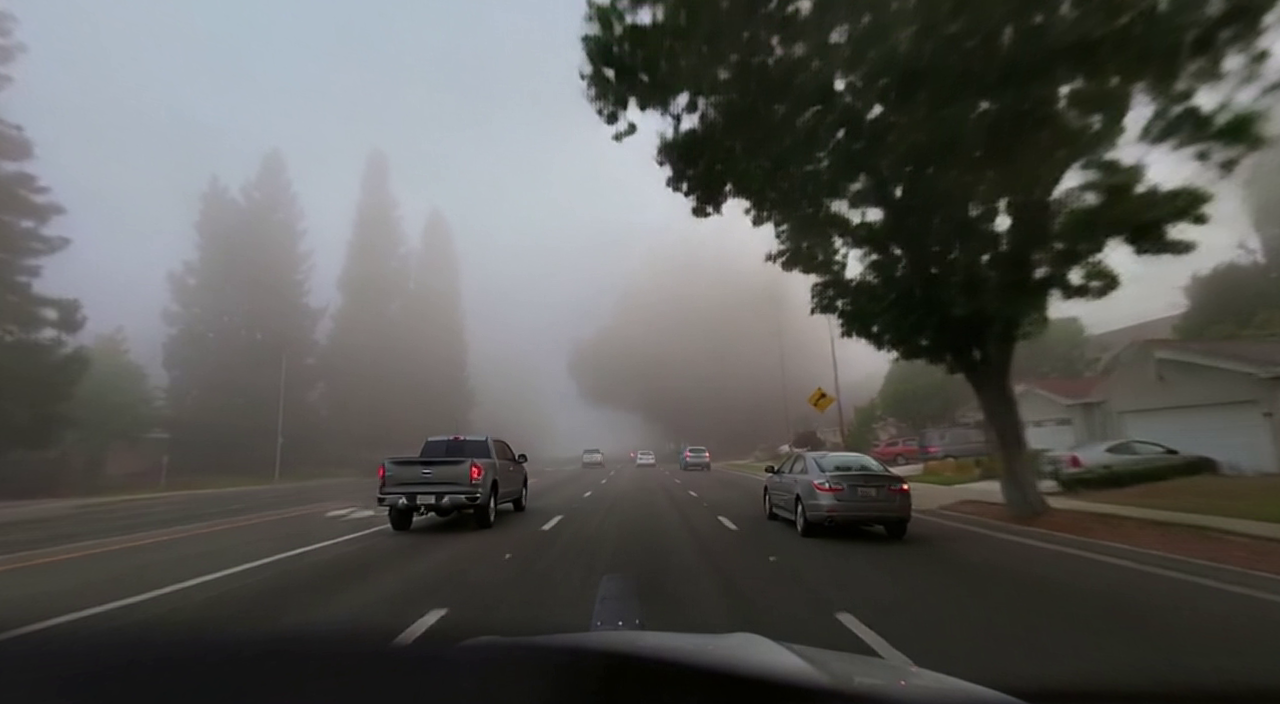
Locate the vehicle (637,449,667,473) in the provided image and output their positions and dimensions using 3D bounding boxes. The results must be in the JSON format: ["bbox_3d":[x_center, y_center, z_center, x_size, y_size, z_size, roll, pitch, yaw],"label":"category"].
[{"bbox_3d":[0.876,8.008,46.636,1.997,1.636,3.760,0,-9,-2],"label":"vehicle"}]

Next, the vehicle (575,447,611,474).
[{"bbox_3d":[-3.229,7.570,44.355,2.218,1.829,4.492,0,-9,0],"label":"vehicle"}]

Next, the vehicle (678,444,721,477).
[{"bbox_3d":[3.572,6.621,38.760,2.099,1.845,4.363,0,-9,-2],"label":"vehicle"}]

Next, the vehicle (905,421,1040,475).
[{"bbox_3d":[15.167,4.406,29.041,4.801,2.233,2.222,-2,-9,-1],"label":"vehicle"}]

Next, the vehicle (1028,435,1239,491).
[{"bbox_3d":[13.853,3.140,17.960,4.300,1.487,1.877,-1,-9,3],"label":"vehicle"}]

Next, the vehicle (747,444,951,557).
[{"bbox_3d":[3.138,2.286,10.524,1.884,1.463,4.195,0,-9,-1],"label":"vehicle"}]

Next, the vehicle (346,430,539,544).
[{"bbox_3d":[-3.518,2.509,12.568,2.111,1.745,5.274,0,-9,0],"label":"vehicle"}]
